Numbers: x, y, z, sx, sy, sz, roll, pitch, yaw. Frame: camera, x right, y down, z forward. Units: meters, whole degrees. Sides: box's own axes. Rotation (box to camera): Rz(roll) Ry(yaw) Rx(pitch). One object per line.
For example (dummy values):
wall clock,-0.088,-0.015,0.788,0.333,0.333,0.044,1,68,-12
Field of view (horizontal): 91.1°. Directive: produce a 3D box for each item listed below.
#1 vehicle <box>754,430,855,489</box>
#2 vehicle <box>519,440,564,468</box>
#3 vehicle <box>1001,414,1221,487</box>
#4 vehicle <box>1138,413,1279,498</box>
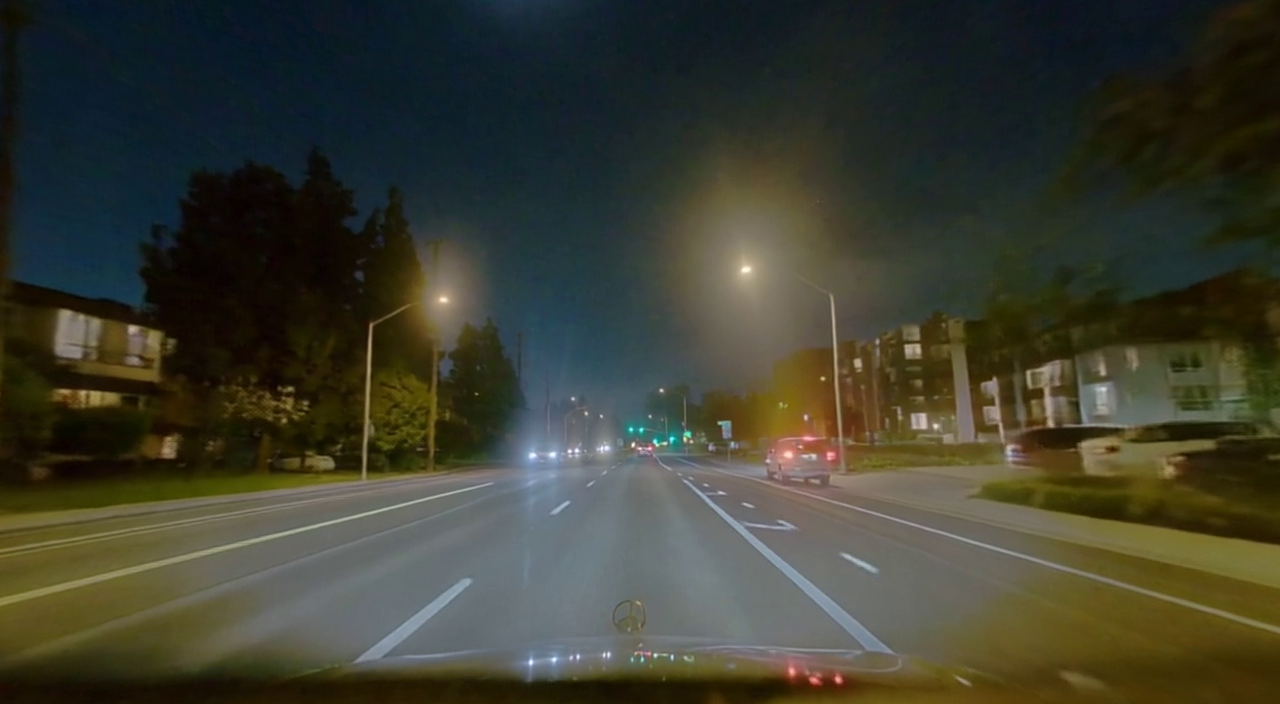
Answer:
vehicle,5.528,3.671,21.862,2.114,1.799,4.960,0,-8,-1
vehicle,-7.165,7.527,46.454,2.325,1.877,5.690,-1,-8,1
vehicle,13.284,2.741,17.822,4.981,1.857,2.104,1,-8,-13
vehicle,13.854,2.175,13.580,4.399,1.663,1.970,-1,-8,0
